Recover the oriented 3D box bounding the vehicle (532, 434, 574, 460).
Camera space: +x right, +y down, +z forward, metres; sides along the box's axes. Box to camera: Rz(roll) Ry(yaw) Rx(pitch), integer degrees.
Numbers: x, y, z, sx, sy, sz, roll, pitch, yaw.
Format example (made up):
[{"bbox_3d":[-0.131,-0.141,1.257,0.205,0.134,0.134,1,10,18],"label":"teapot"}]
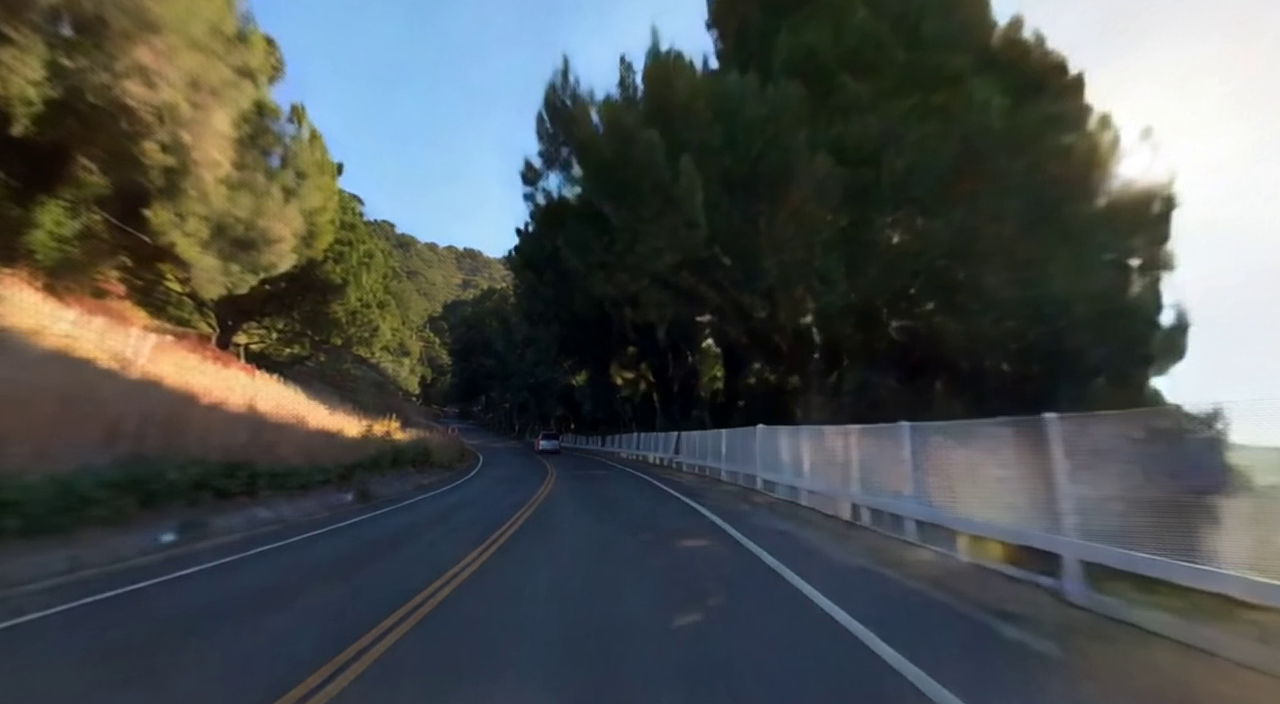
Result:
[{"bbox_3d":[-6.921,7.440,49.610,2.439,1.912,5.605,2,-9,-16],"label":"vehicle"}]
